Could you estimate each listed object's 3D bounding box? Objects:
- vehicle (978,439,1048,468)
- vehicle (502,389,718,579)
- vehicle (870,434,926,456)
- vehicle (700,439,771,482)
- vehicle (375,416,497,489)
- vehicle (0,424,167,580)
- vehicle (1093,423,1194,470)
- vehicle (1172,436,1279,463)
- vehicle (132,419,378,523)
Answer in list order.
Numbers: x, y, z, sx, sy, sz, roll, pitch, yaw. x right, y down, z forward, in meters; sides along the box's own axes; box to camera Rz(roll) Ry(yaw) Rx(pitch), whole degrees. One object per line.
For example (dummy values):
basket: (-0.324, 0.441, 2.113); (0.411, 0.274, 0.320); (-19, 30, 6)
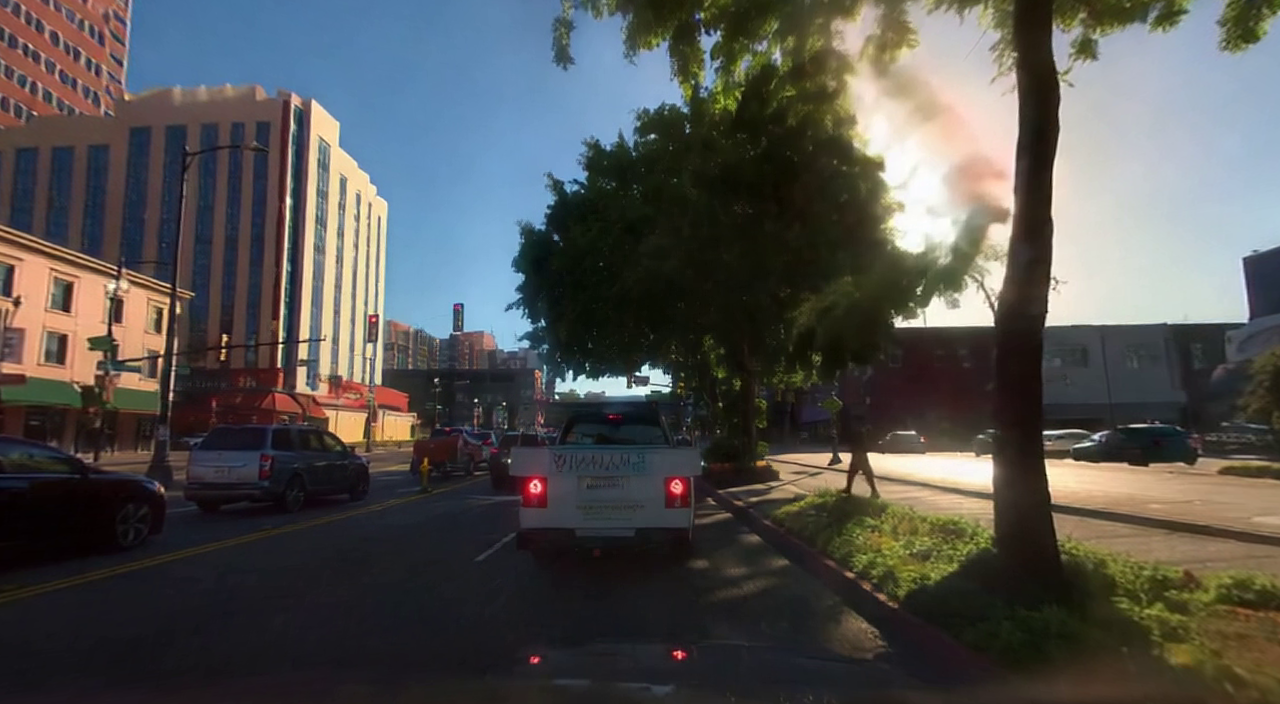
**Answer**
vehicle: (20.103, 5.405, 33.916); (3.836, 1.443, 1.694); (5, -10, -35)
vehicle: (-0.313, 1.588, 8.279); (2.064, 1.817, 4.298); (0, -8, -1)
vehicle: (20.102, 7.255, 49.046); (4.361, 1.653, 2.034); (6, -11, -37)
vehicle: (3.429, 4.009, 23.513); (2.023, 1.441, 4.240); (0, -8, 1)
vehicle: (-6.476, 3.264, 20.681); (2.496, 2.112, 4.351); (0, -8, 0)
vehicle: (-6.965, 1.396, 5.816); (1.831, 1.451, 4.382); (0, -8, -1)
vehicle: (19.239, 3.597, 24.030); (4.156, 1.622, 1.924); (6, -11, -37)
vehicle: (29.690, 4.891, 31.680); (4.176, 1.313, 1.719); (0, -8, 2)
vehicle: (-7.162, 2.258, 12.458); (1.941, 1.655, 4.503); (0, -8, 1)
